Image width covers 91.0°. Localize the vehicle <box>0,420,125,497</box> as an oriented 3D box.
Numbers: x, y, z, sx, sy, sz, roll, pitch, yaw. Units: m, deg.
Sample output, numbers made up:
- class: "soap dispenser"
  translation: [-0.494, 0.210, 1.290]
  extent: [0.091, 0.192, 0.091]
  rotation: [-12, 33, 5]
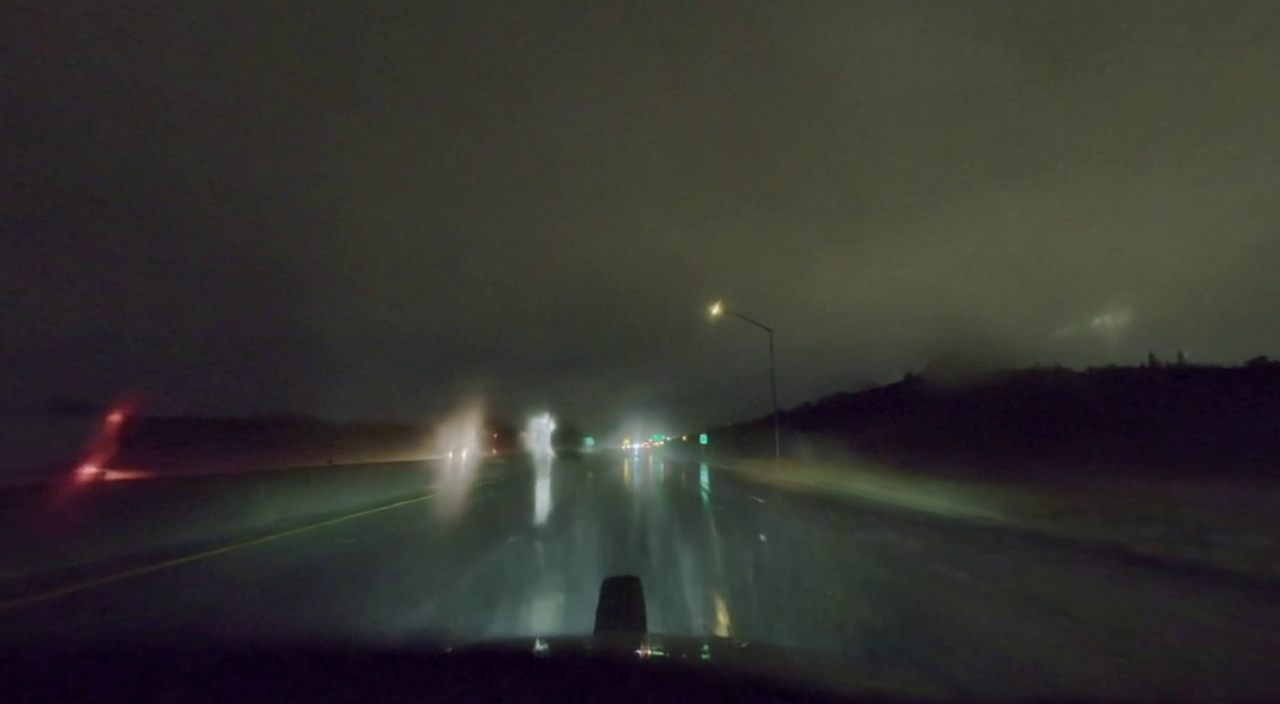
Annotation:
- class: "vehicle"
  translation: [-36.808, 5.889, 34.716]
  extent: [2.951, 4.212, 16.402]
  rotation: [0, -9, 0]
